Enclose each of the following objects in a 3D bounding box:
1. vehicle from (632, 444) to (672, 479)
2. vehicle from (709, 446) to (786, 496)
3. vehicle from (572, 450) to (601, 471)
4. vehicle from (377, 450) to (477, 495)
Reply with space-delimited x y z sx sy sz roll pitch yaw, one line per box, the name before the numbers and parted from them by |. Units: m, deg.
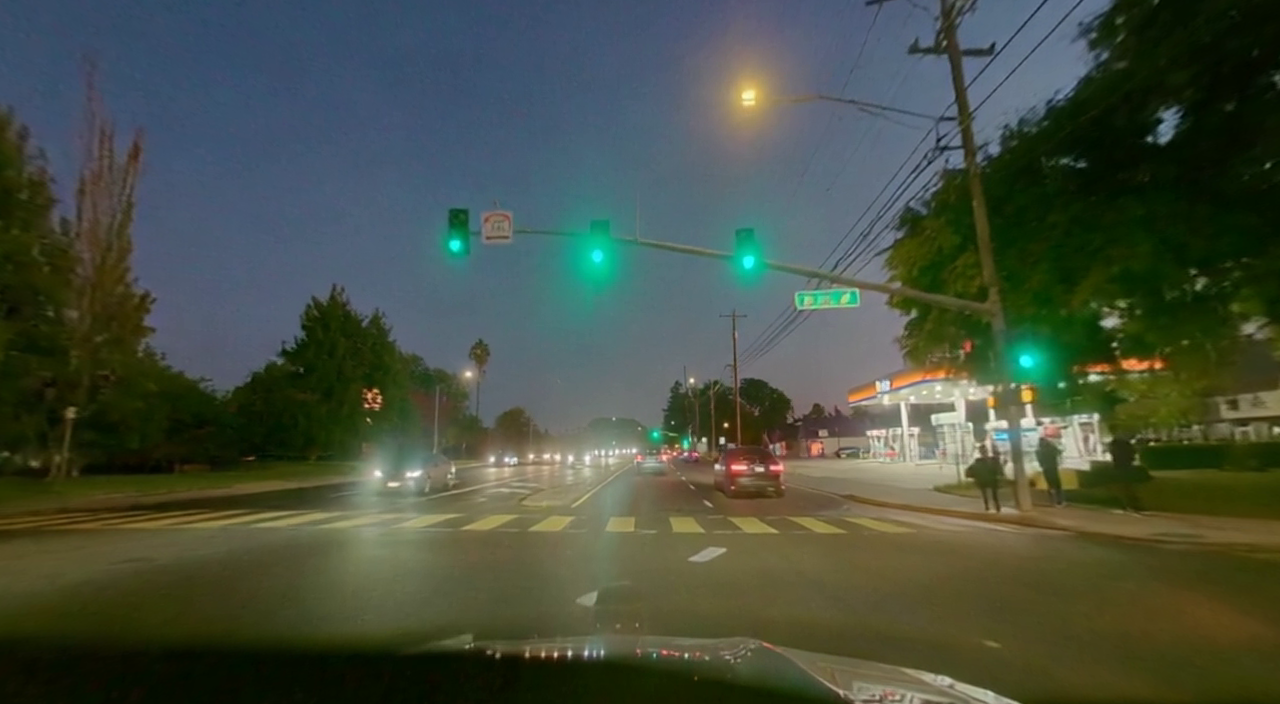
vehicle | 0.668 6.160 35.738 2.163 1.825 4.073 0 -9 1
vehicle | 3.757 4.237 22.898 1.990 1.592 4.294 0 -9 0
vehicle | -4.088 8.384 48.922 1.816 1.484 3.629 -1 -9 2
vehicle | -7.975 4.520 24.176 2.109 1.525 4.562 -1 -9 2
